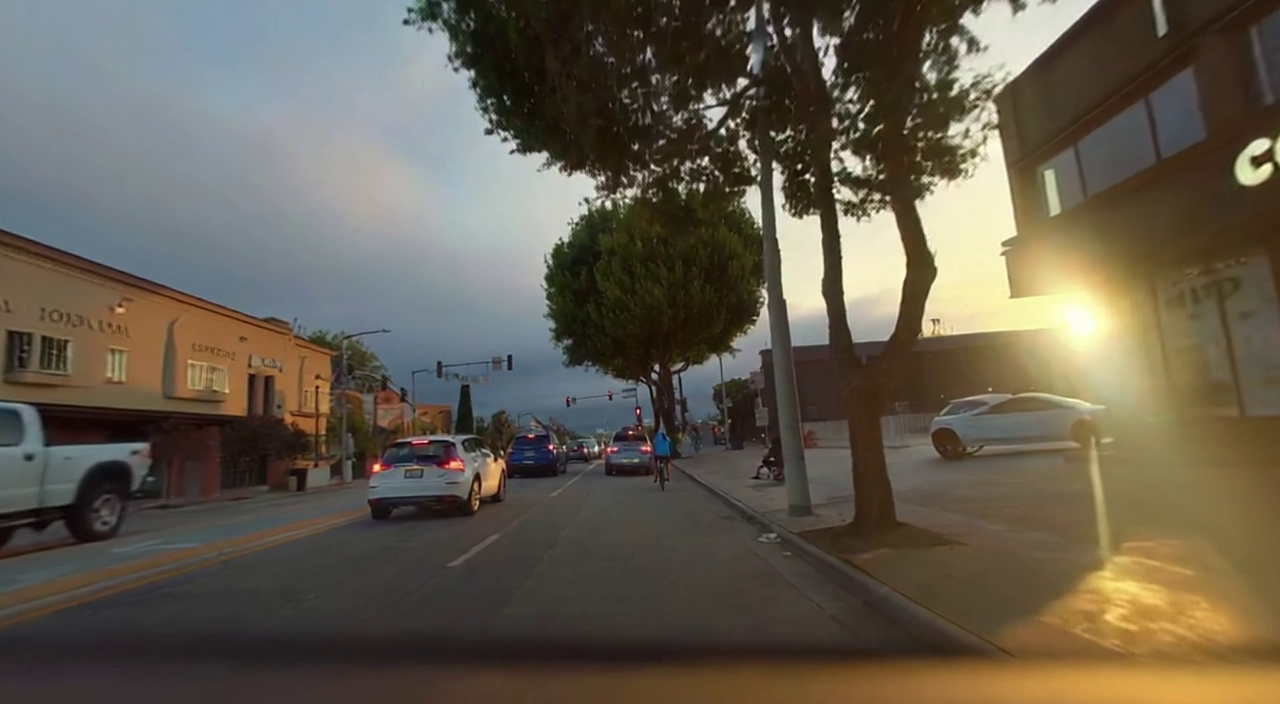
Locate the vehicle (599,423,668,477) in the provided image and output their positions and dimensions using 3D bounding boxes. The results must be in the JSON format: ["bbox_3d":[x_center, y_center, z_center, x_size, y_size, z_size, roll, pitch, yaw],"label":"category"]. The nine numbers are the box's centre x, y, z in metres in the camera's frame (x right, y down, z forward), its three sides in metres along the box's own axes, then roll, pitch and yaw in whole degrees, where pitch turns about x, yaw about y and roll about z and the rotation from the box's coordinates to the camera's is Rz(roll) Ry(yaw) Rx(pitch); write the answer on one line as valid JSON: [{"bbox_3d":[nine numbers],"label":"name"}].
[{"bbox_3d":[-0.311,3.823,24.790,2.426,1.882,5.027,0,-9,-2],"label":"vehicle"}]

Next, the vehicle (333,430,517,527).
[{"bbox_3d":[-3.738,2.282,11.931,2.064,1.486,4.140,0,-9,-1],"label":"vehicle"}]

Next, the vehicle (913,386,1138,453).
[{"bbox_3d":[8.919,1.625,14.794,4.159,1.416,2.049,2,-8,-13],"label":"vehicle"}]

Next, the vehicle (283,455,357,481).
[{"bbox_3d":[-23.441,8.488,46.355,4.527,1.584,1.883,-3,-7,2],"label":"vehicle"}]

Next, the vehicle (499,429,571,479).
[{"bbox_3d":[-3.949,3.913,24.460,2.046,1.750,4.452,0,-9,0],"label":"vehicle"}]

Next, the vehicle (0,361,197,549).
[{"bbox_3d":[-13.228,2.163,12.197,3.062,3.442,8.771,-8,-9,-1],"label":"vehicle"}]
